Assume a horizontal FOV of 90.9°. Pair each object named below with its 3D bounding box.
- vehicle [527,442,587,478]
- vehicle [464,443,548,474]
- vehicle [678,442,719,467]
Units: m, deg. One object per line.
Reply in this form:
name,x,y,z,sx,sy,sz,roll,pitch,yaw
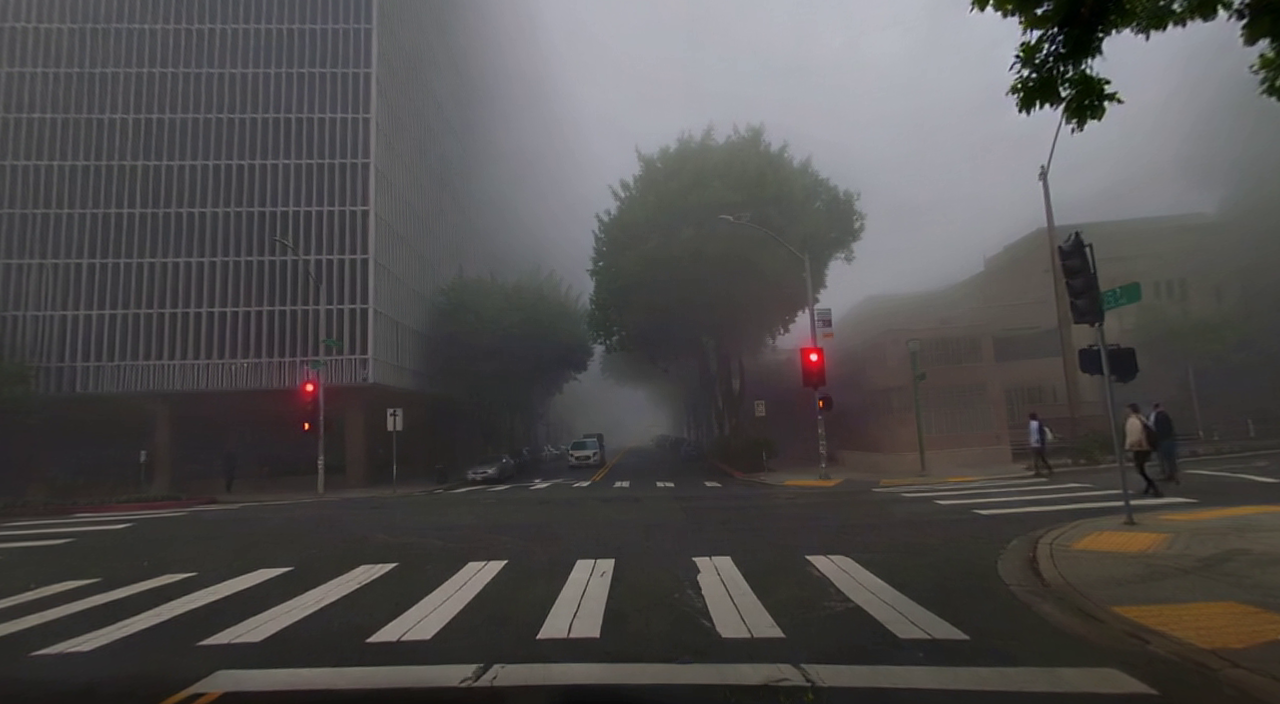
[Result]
vehicle,-3.668,4.846,28.631,1.989,1.481,4.500,0,-8,1
vehicle,-8.014,6.361,38.026,4.526,1.726,1.963,8,-12,-44
vehicle,3.541,6.276,38.860,1.853,1.426,4.160,1,-8,-3
